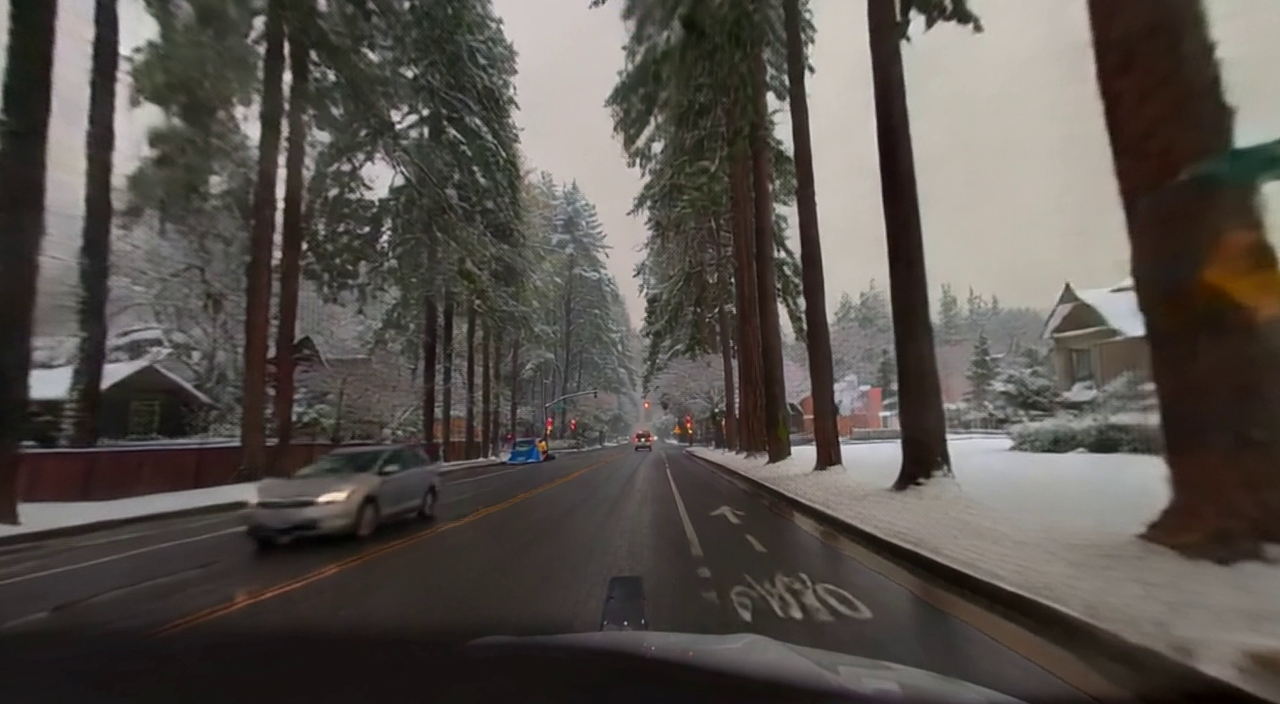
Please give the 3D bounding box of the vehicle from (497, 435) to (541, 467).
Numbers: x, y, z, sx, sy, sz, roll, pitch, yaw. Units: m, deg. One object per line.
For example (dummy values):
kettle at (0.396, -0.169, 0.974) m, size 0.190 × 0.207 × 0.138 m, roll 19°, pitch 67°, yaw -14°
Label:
vehicle at (-8.450, 6.926, 44.419) m, size 1.998 × 1.814 × 4.559 m, roll -4°, pitch -6°, yaw 1°

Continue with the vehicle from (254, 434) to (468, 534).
vehicle at (-4.973, 2.366, 12.135) m, size 1.927 × 1.521 × 4.571 m, roll -1°, pitch -8°, yaw 2°
